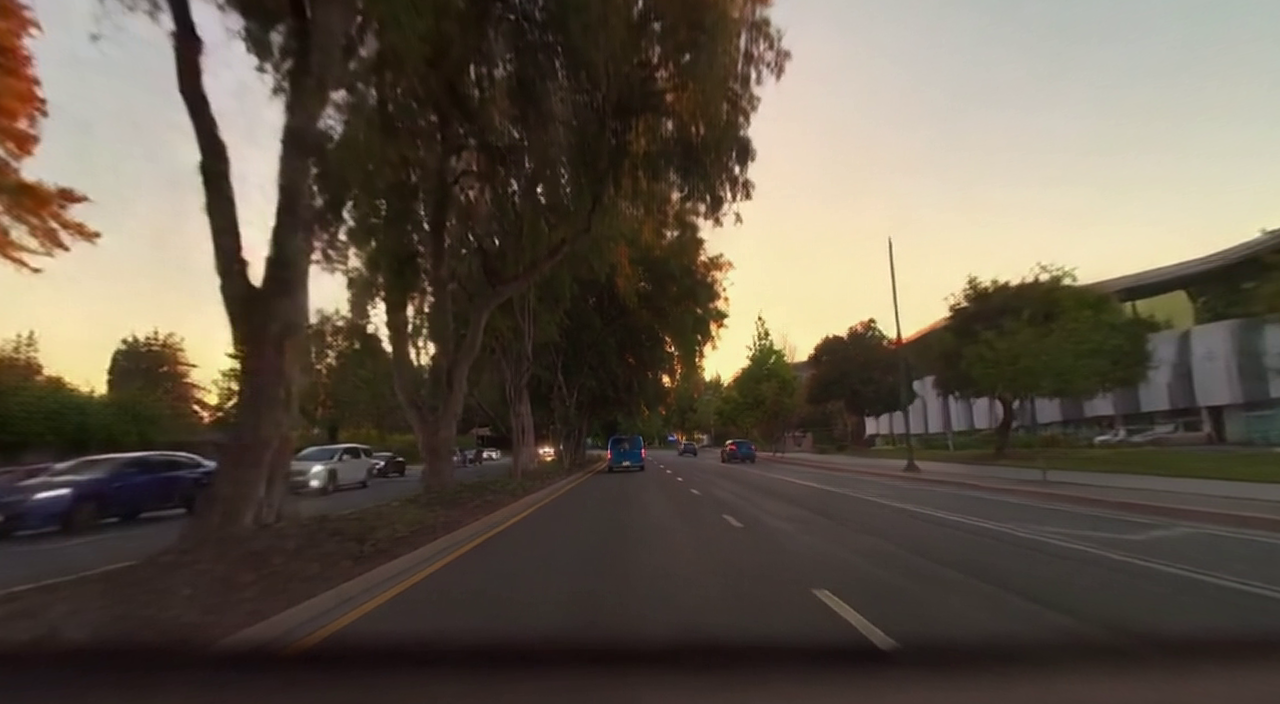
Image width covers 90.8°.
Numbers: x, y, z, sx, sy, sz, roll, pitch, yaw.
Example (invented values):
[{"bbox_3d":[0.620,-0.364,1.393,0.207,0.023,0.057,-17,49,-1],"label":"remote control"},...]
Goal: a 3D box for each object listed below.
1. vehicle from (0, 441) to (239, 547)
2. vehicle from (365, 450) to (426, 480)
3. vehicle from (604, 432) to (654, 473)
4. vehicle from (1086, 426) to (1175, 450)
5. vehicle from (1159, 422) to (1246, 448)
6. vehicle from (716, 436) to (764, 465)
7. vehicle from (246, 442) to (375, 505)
[{"bbox_3d":[-11.290,2.877,13.645,2.042,1.822,4.913,-1,-8,-1],"label":"vehicle"},{"bbox_3d":[-14.757,6.805,38.415,1.950,1.655,4.395,-1,-8,0],"label":"vehicle"},{"bbox_3d":[-0.540,5.196,32.877,2.411,1.937,5.186,-1,-8,0],"label":"vehicle"},{"bbox_3d":[31.583,5.579,40.867,1.743,1.445,4.495,1,-8,-9],"label":"vehicle"},{"bbox_3d":[36.517,5.418,41.137,1.807,1.582,3.811,1,-9,-8],"label":"vehicle"},{"bbox_3d":[6.745,6.705,43.141,2.364,1.781,4.854,0,-8,-2],"label":"vehicle"},{"bbox_3d":[-11.529,4.216,22.574,2.082,1.824,4.840,-3,-7,-1],"label":"vehicle"}]
